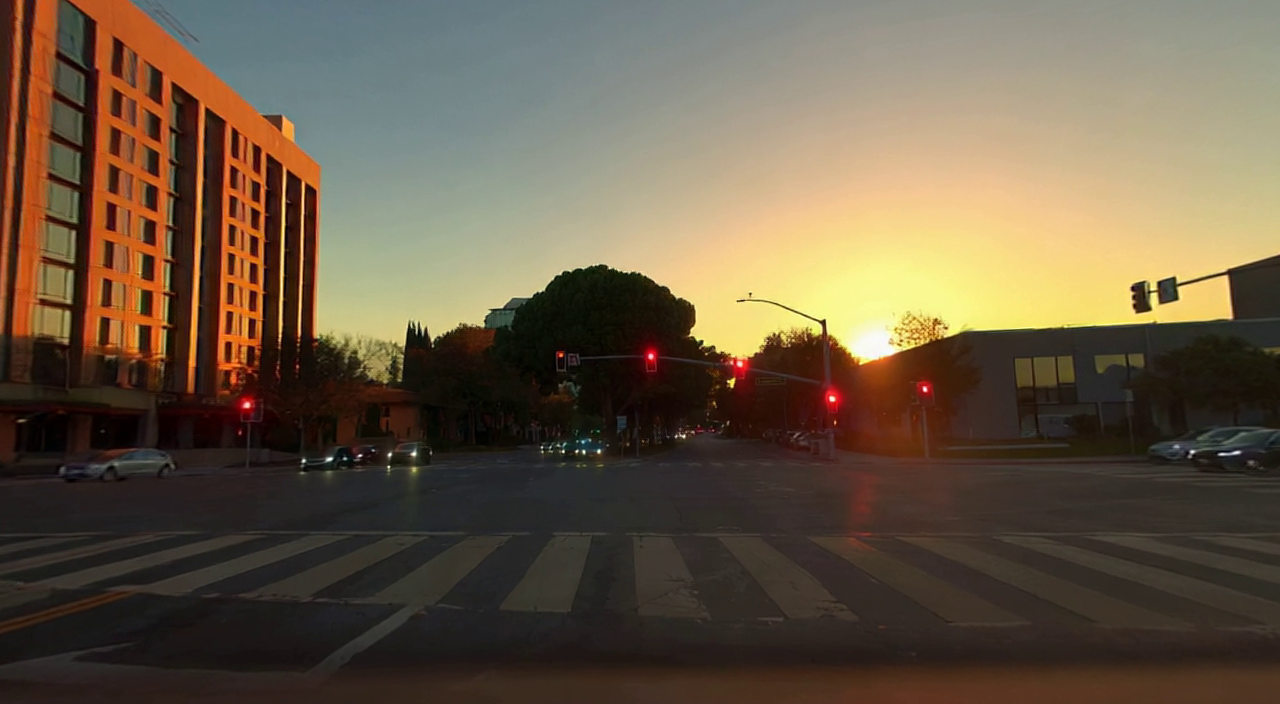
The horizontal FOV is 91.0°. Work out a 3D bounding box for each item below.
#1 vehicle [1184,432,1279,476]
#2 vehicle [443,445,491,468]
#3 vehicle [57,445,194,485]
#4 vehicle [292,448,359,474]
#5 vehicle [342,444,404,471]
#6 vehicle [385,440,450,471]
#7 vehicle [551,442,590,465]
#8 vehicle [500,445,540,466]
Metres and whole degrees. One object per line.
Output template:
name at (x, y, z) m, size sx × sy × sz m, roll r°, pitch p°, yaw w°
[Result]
vehicle at (22.315, 3.582, 22.238) m, size 4.474 × 1.477 × 1.908 m, roll 0°, pitch -9°, yaw -3°
vehicle at (-11.634, 7.066, 42.696) m, size 1.911 × 1.476 × 4.297 m, roll -1°, pitch -9°, yaw 2°
vehicle at (-26.121, 5.696, 32.178) m, size 2.032 × 1.839 × 4.884 m, roll -5°, pitch -10°, yaw 31°
vehicle at (-21.506, 7.445, 43.278) m, size 1.929 × 1.619 × 4.577 m, roll -1°, pitch -9°, yaw 5°
vehicle at (-18.558, 7.342, 43.994) m, size 2.237 × 1.801 × 4.541 m, roll 0°, pitch -9°, yaw 1°
vehicle at (-15.141, 7.034, 43.151) m, size 2.340 × 1.946 × 5.450 m, roll 0°, pitch -9°, yaw 2°
vehicle at (-4.529, 6.723, 41.682) m, size 1.954 × 1.431 × 4.050 m, roll -1°, pitch -9°, yaw 2°
vehicle at (-8.096, 7.007, 42.616) m, size 1.910 × 1.321 × 3.692 m, roll 0°, pitch -9°, yaw 1°
